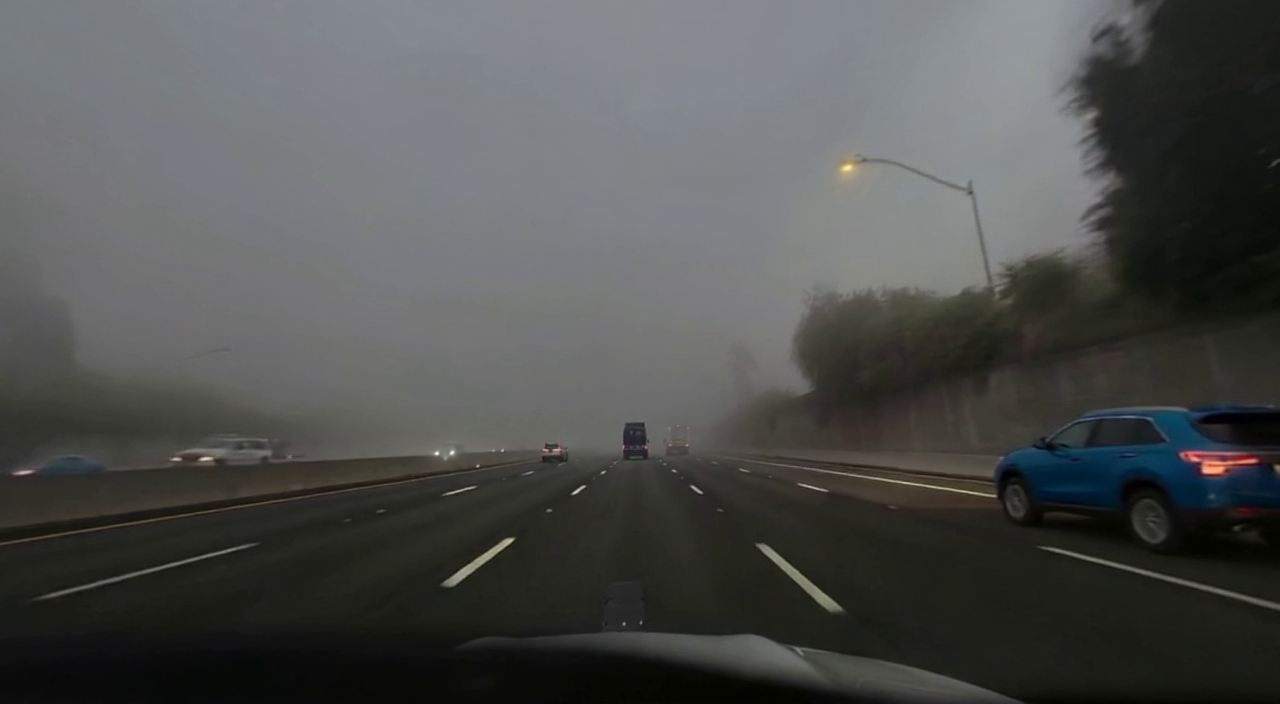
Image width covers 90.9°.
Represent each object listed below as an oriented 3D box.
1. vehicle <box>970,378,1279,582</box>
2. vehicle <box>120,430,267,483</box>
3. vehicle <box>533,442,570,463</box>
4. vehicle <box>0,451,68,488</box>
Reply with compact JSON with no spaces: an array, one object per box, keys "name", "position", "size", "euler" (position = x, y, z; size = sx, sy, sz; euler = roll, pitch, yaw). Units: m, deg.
[{"name":"vehicle","position":[7.147,1.566,8.633],"size":[2.361,1.911,5.286],"euler":[0,-8,0]},{"name":"vehicle","position":[-17.912,4.198,25.722],"size":[2.240,1.891,5.113],"euler":[0,-8,0]},{"name":"vehicle","position":[-6.725,7.629,48.173],"size":[2.097,1.525,4.632],"euler":[0,-8,1]},{"name":"vehicle","position":[-25.194,4.678,25.224],"size":[1.507,1.358,3.253],"euler":[0,-8,1]}]
